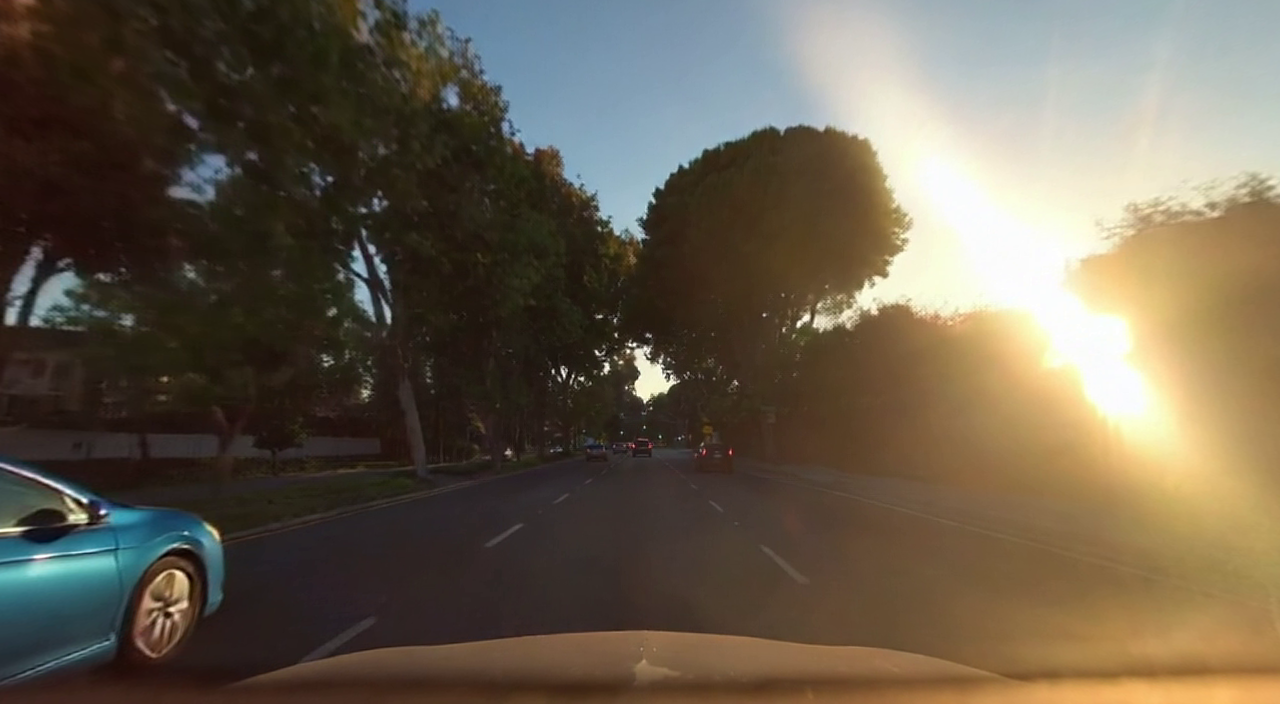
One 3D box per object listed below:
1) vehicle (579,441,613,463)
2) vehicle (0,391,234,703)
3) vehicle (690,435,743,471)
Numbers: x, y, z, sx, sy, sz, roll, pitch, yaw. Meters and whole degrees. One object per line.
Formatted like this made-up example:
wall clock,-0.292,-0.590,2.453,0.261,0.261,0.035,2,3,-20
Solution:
vehicle,-3.003,6.939,43.812,1.940,1.473,4.133,0,-8,1
vehicle,-3.712,0.757,1.494,2.091,1.503,4.989,0,-8,1
vehicle,3.856,5.189,32.504,2.182,1.688,4.187,0,-8,-1
